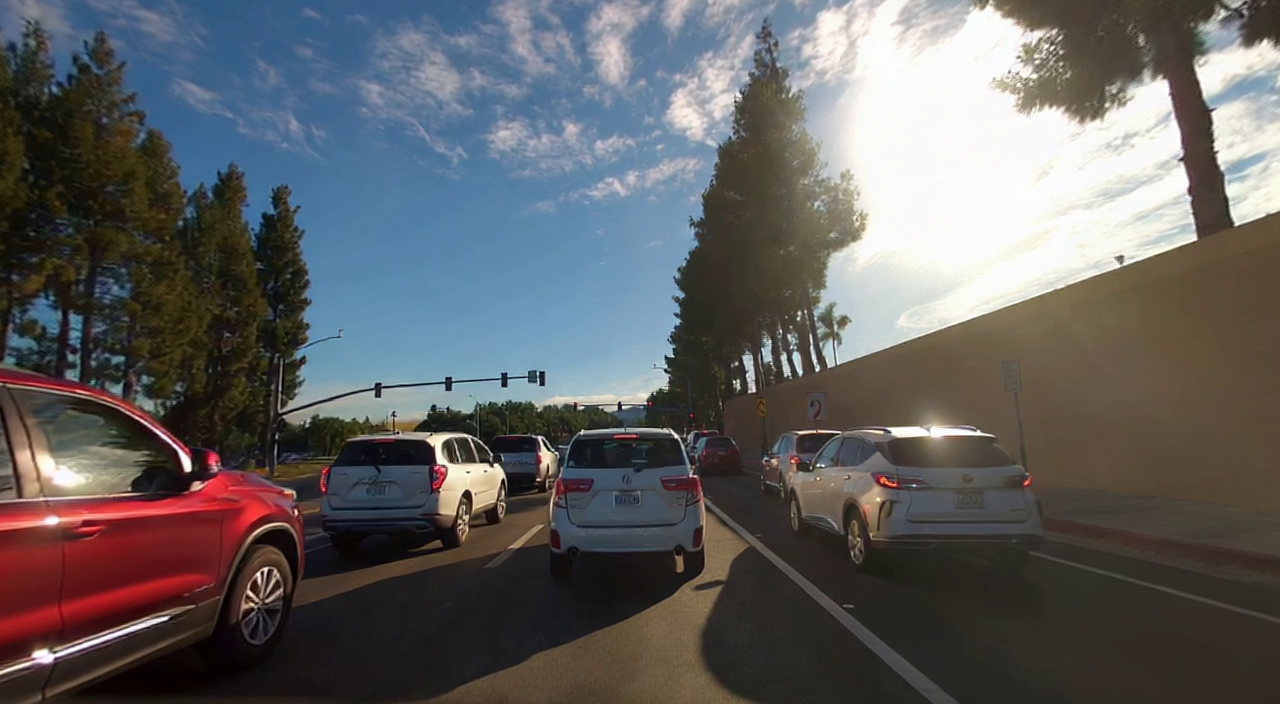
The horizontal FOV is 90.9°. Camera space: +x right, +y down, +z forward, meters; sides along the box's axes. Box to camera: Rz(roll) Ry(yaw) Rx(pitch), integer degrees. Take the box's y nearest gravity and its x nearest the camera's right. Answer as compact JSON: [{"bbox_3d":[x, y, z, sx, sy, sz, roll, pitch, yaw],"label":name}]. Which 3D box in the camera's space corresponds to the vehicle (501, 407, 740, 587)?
[{"bbox_3d":[-0.150,1.655,7.952,2.245,1.677,3.913,0,-8,1],"label":"vehicle"}]

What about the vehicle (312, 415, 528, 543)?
[{"bbox_3d":[-3.483,2.109,11.154,2.067,1.759,4.631,0,-8,1],"label":"vehicle"}]

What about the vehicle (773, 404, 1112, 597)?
[{"bbox_3d":[3.148,1.631,7.802,2.029,1.702,4.281,0,-8,0],"label":"vehicle"}]

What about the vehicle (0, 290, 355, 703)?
[{"bbox_3d":[-3.511,0.829,3.120,2.070,1.913,4.450,0,-8,0],"label":"vehicle"}]
